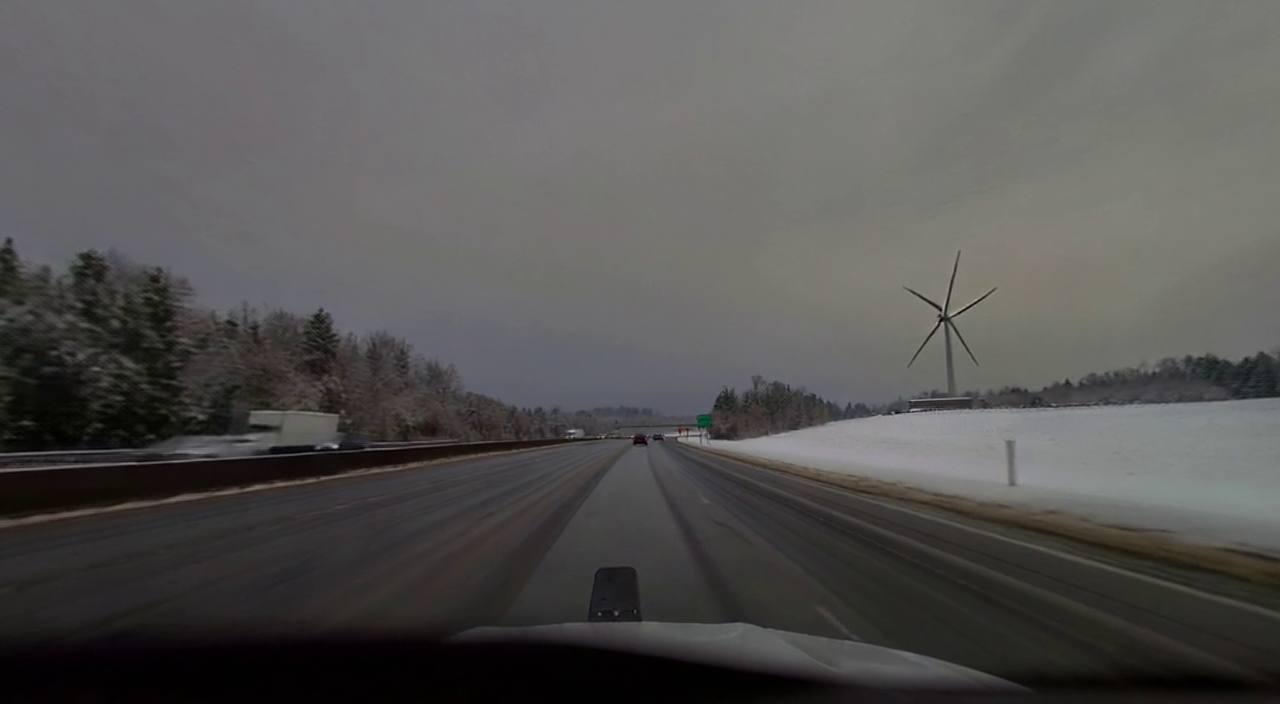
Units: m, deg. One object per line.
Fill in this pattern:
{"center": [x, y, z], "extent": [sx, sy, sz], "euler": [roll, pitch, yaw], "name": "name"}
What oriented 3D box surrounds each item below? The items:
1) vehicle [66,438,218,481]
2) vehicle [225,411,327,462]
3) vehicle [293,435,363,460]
{"center": [-19.485, 4.193, 24.995], "extent": [2.037, 1.497, 4.828], "euler": [0, -8, 1], "name": "vehicle"}
{"center": [-22.957, 5.382, 40.149], "extent": [2.568, 2.988, 6.326], "euler": [0, -8, 1], "name": "vehicle"}
{"center": [-19.367, 5.920, 39.335], "extent": [2.137, 1.475, 4.218], "euler": [0, -8, 1], "name": "vehicle"}
